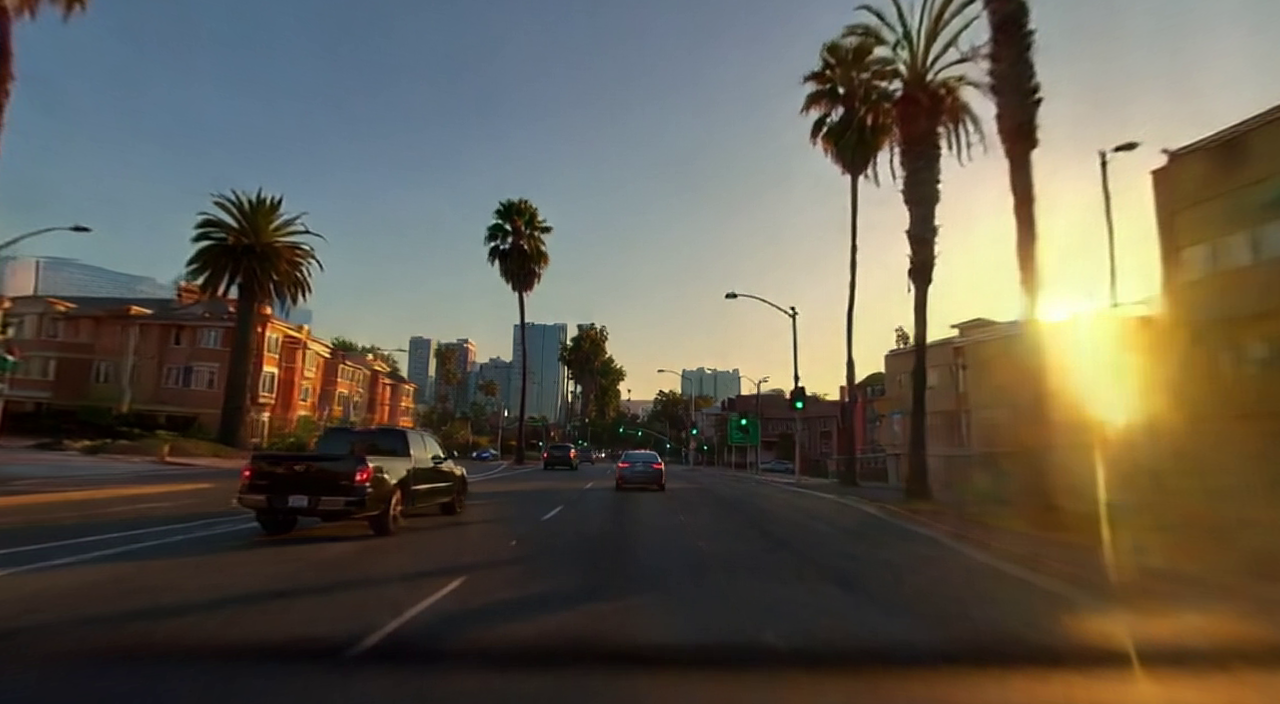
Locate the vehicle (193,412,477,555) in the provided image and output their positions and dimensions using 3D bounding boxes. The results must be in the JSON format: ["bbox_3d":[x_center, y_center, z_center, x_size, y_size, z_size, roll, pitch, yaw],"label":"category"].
[{"bbox_3d":[-4.914,2.232,11.589,2.187,1.904,6.103,0,-9,0],"label":"vehicle"}]

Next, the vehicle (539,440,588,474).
[{"bbox_3d":[-4.882,6.791,40.981,2.447,2.062,5.911,0,-9,0],"label":"vehicle"}]

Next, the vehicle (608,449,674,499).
[{"bbox_3d":[0.033,4.248,22.342,2.122,1.562,4.152,0,-9,0],"label":"vehicle"}]
